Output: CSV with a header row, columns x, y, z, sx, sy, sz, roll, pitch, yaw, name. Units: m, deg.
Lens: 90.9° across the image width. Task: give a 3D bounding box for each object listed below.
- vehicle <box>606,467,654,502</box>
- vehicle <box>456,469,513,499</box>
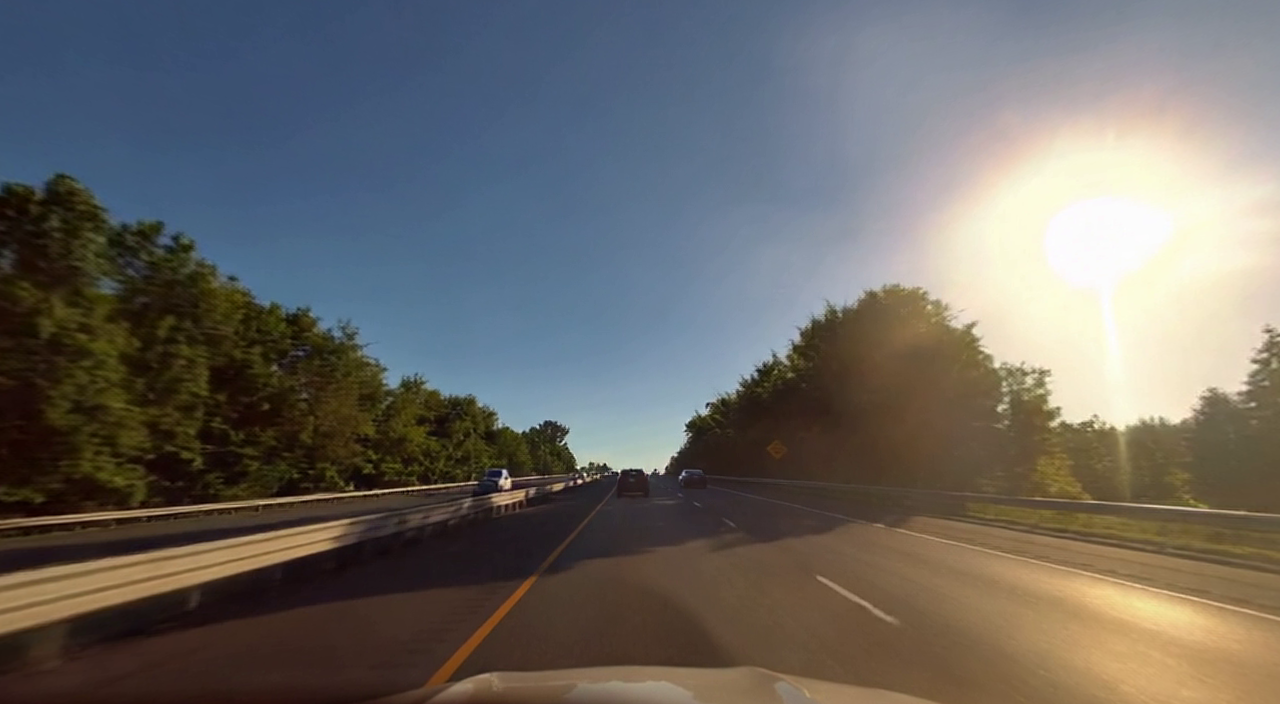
x,y,z,sx,sy,sz,roll,pitch,yaw,name
-0.433,6.094,29.316,2.060,1.473,3.726,1,-10,0,vehicle
-8.295,7.066,33.920,1.970,1.493,3.879,0,-10,1,vehicle
